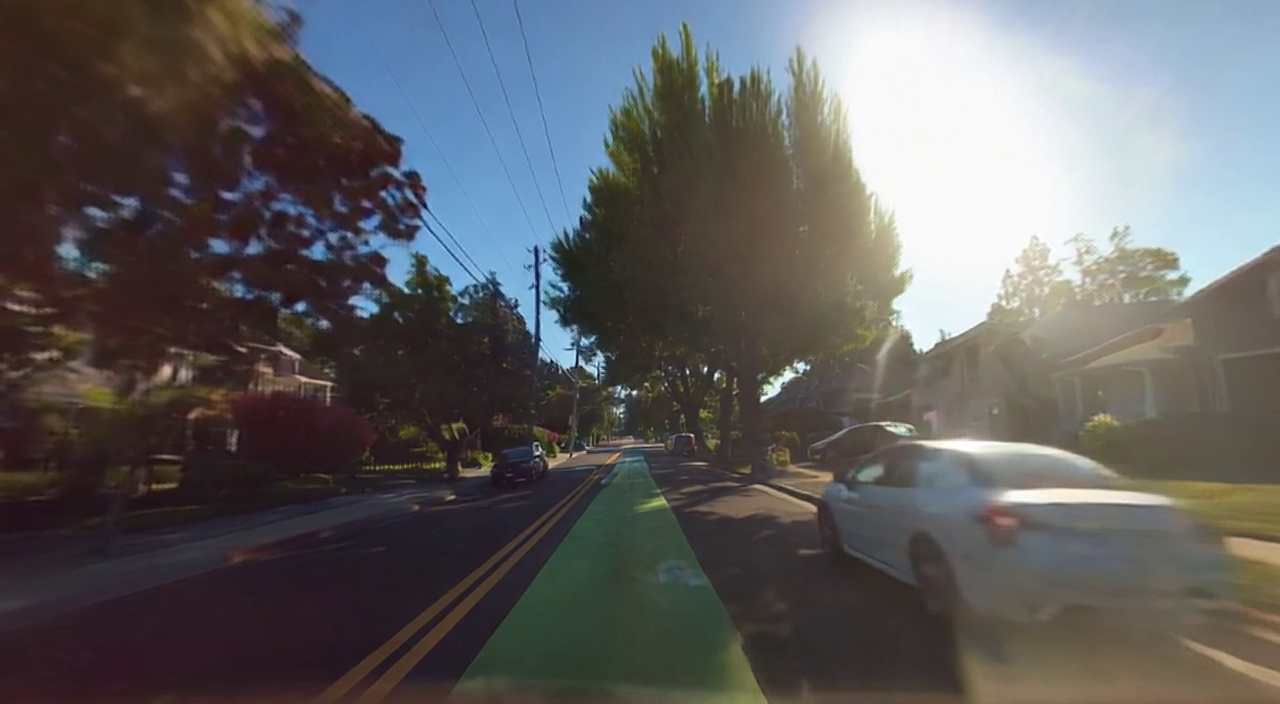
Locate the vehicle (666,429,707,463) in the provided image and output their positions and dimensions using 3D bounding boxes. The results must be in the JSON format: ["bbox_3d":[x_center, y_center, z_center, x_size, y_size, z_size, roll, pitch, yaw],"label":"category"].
[{"bbox_3d":[3.074,6.409,43.054,2.347,2.070,5.735,1,-9,0],"label":"vehicle"}]

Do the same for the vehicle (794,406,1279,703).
[{"bbox_3d":[3.056,1.442,5.609,1.989,1.545,5.423,1,-9,0],"label":"vehicle"}]

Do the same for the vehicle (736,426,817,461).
[{"bbox_3d":[8.493,5.738,39.613,4.418,1.648,2.017,-6,-9,-1],"label":"vehicle"}]
